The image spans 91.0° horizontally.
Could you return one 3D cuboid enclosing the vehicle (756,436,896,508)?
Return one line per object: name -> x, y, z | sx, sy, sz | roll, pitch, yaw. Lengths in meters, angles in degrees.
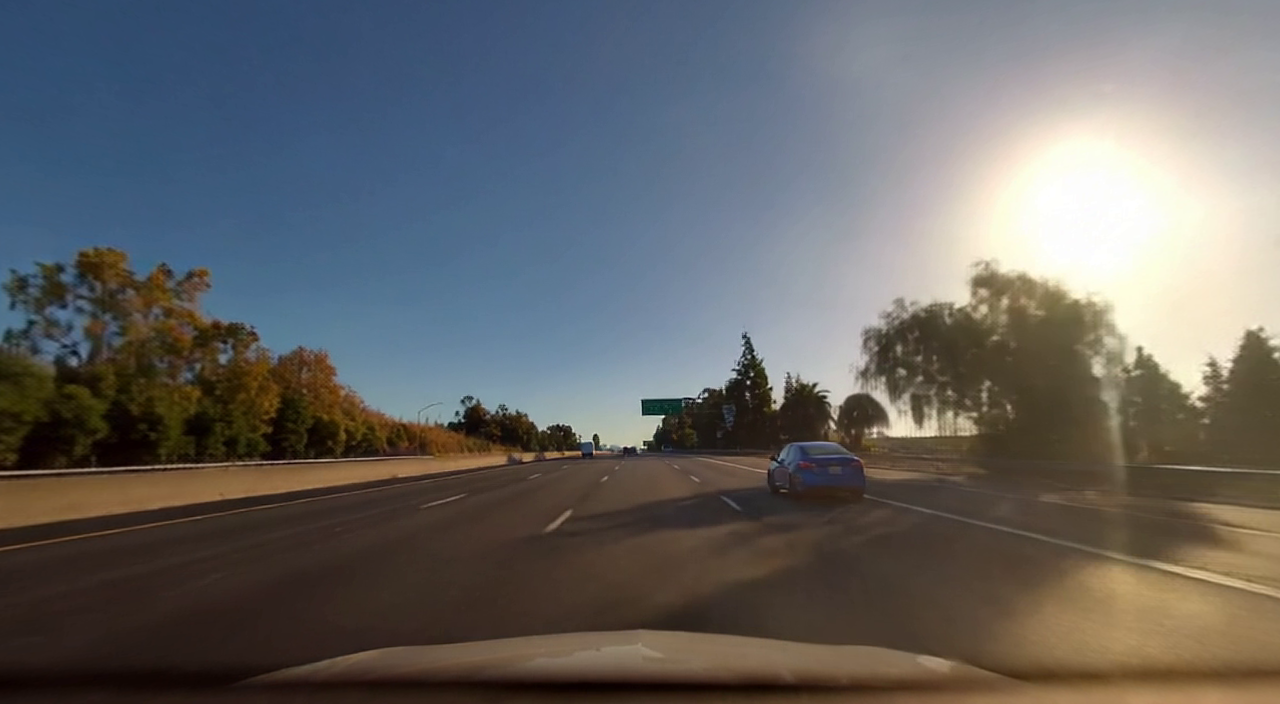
vehicle -> 4.294, 2.852, 15.422 | 2.033, 1.501, 4.398 | 0, -9, -1
